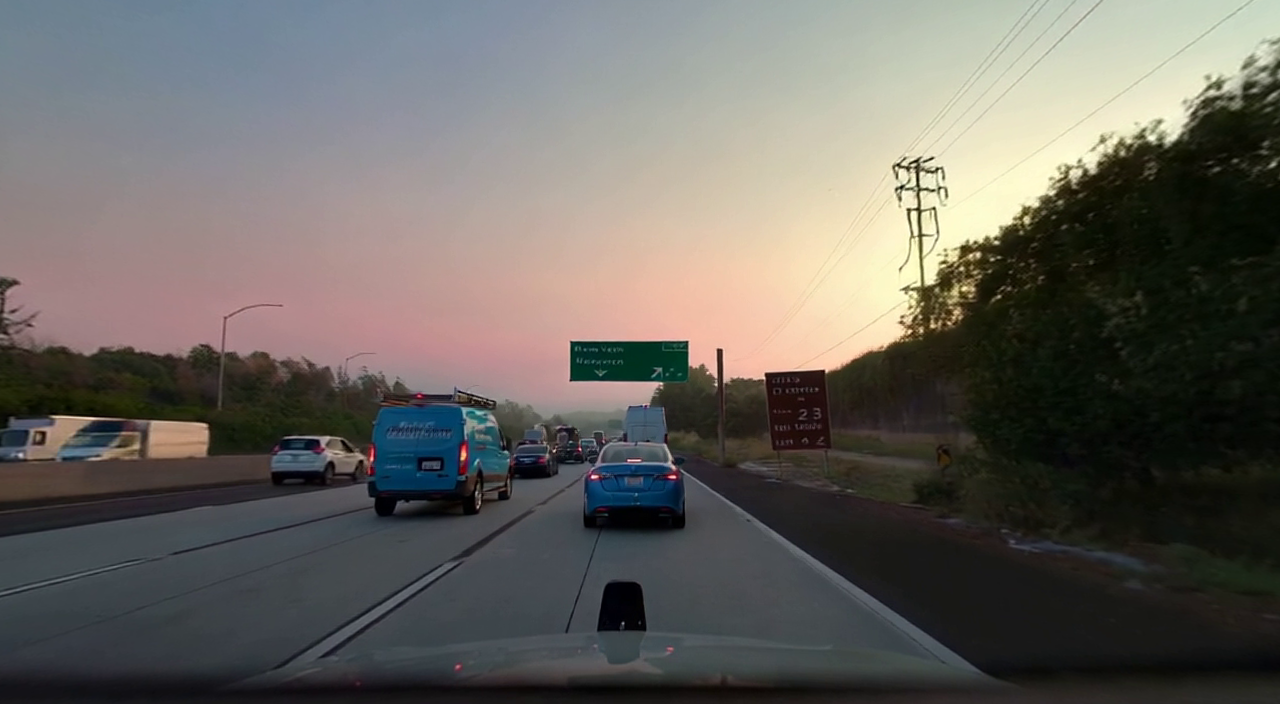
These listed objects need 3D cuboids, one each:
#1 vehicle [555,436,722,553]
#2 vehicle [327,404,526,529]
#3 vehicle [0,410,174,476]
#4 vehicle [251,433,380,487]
[{"bbox_3d":[-0.023,2.067,9.863,2.054,1.421,4.090,0,-8,0],"label":"vehicle"},{"bbox_3d":[-3.784,2.140,12.220,2.142,1.952,4.556,0,-8,1],"label":"vehicle"},{"bbox_3d":[-37.389,6.082,41.973,2.933,3.731,11.455,-1,-8,4],"label":"vehicle"},{"bbox_3d":[-11.415,3.829,22.582,2.000,1.695,4.806,0,-8,1],"label":"vehicle"}]
